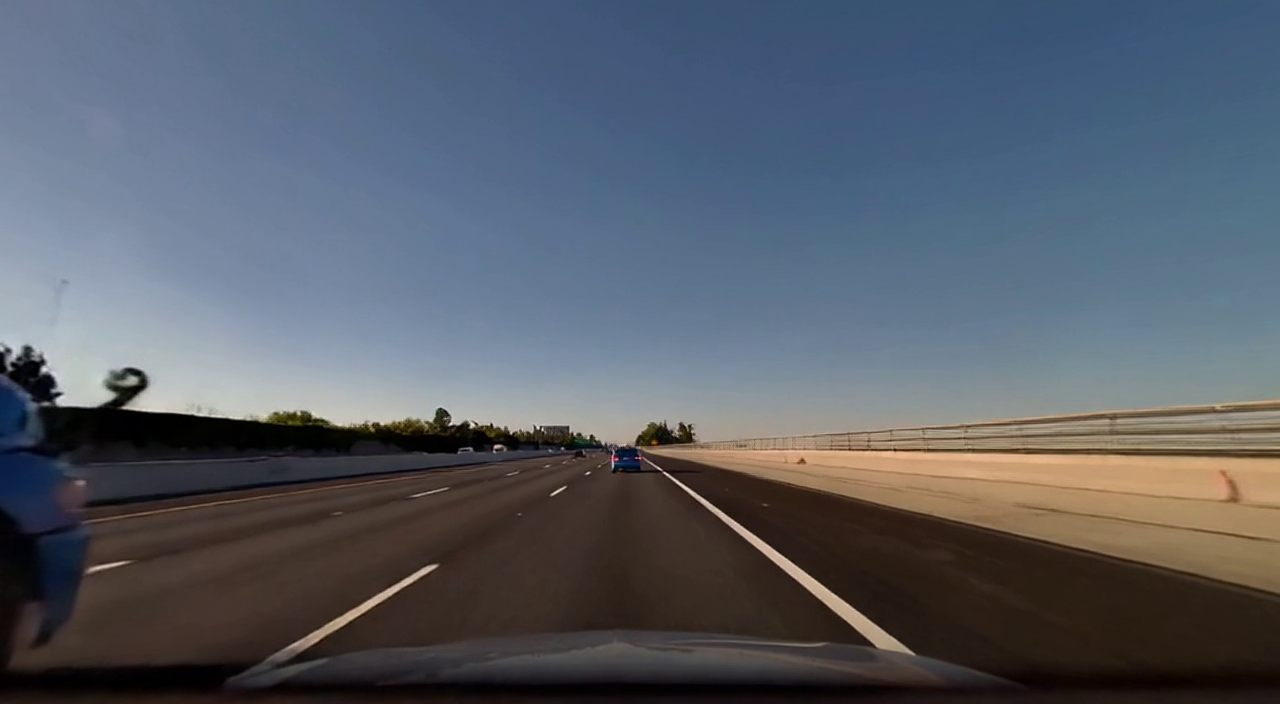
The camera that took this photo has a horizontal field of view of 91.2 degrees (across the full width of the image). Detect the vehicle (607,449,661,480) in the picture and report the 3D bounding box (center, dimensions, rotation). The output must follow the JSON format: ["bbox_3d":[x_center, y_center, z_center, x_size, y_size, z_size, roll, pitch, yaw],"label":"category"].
[{"bbox_3d":[-0.335,5.412,30.546,2.398,1.336,5.698,0,-9,-1],"label":"vehicle"}]
